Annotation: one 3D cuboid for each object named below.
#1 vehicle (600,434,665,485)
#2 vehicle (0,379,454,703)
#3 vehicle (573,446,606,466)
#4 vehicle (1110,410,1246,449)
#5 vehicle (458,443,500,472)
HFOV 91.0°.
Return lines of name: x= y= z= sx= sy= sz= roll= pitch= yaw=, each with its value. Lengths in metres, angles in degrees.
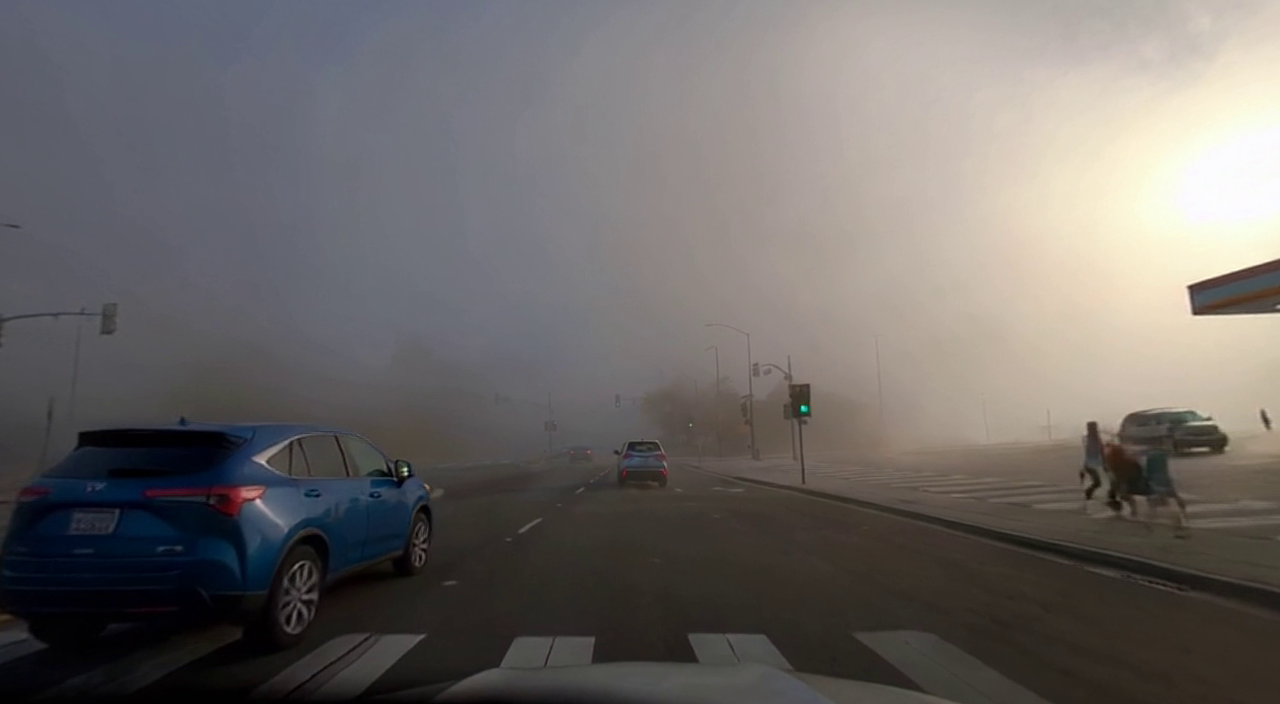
vehicle: x=-0.397 y=4.633 z=27.531 sx=2.552 sy=1.999 sz=5.498 roll=0 pitch=-8 yaw=-2
vehicle: x=-3.541 y=1.369 z=5.783 sx=2.247 sy=1.734 sz=4.919 roll=0 pitch=-8 yaw=-1
vehicle: x=-3.968 y=8.242 z=49.929 sx=2.192 sy=1.458 sz=4.594 roll=0 pitch=-8 yaw=1
vehicle: x=27.838 y=4.047 z=32.683 sx=5.102 sy=1.893 sz=2.120 roll=0 pitch=-9 yaw=-2
vehicle: x=-12.568 y=8.261 z=49.555 sx=2.172 sy=2.109 sz=5.009 roll=0 pitch=-8 yaw=-2
